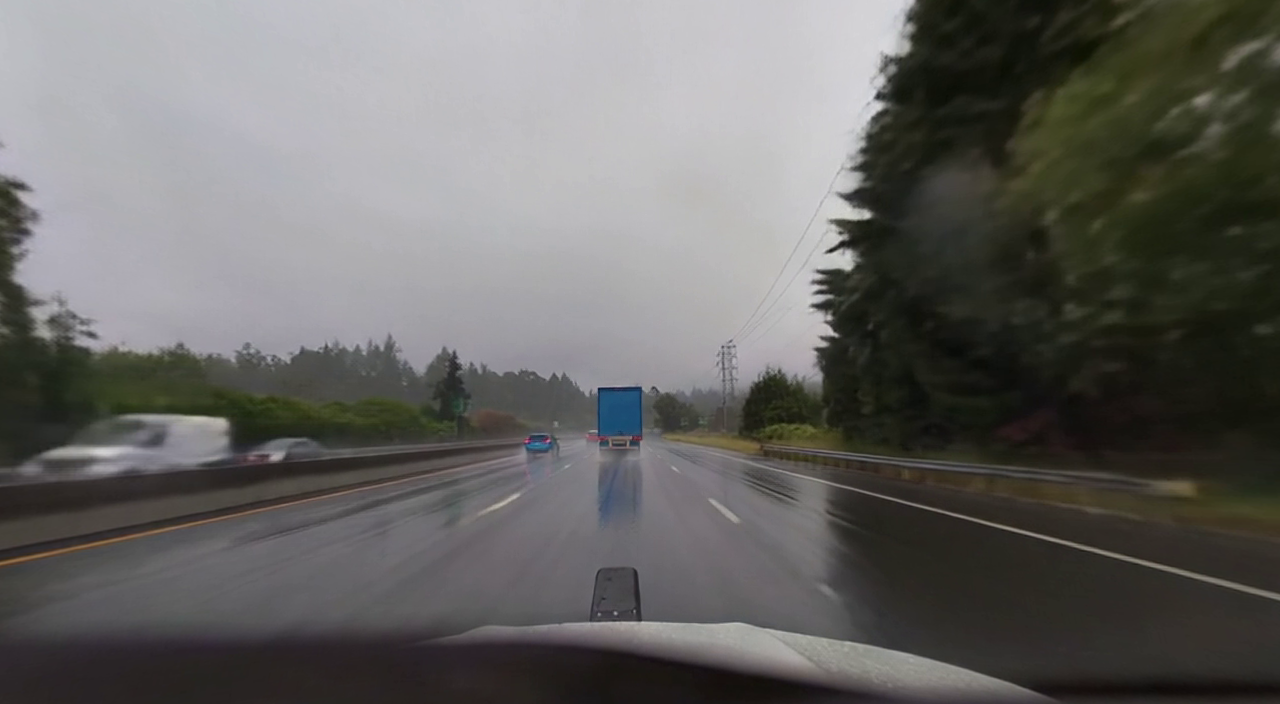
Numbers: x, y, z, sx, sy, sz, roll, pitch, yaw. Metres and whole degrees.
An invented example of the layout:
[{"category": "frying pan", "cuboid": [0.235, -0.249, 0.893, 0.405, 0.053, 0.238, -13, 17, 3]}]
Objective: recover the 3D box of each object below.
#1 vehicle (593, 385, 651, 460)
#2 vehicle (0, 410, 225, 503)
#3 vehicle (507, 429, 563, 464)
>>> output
[{"category": "vehicle", "cuboid": [-1.091, 4.277, 37.301, 2.955, 3.851, 9.915, 0, -8, -2]}, {"category": "vehicle", "cuboid": [-12.608, 2.419, 15.090, 2.155, 1.864, 4.737, 0, -8, -2]}, {"category": "vehicle", "cuboid": [-5.202, 4.732, 31.788, 2.117, 1.618, 4.480, 0, -8, 0]}]
